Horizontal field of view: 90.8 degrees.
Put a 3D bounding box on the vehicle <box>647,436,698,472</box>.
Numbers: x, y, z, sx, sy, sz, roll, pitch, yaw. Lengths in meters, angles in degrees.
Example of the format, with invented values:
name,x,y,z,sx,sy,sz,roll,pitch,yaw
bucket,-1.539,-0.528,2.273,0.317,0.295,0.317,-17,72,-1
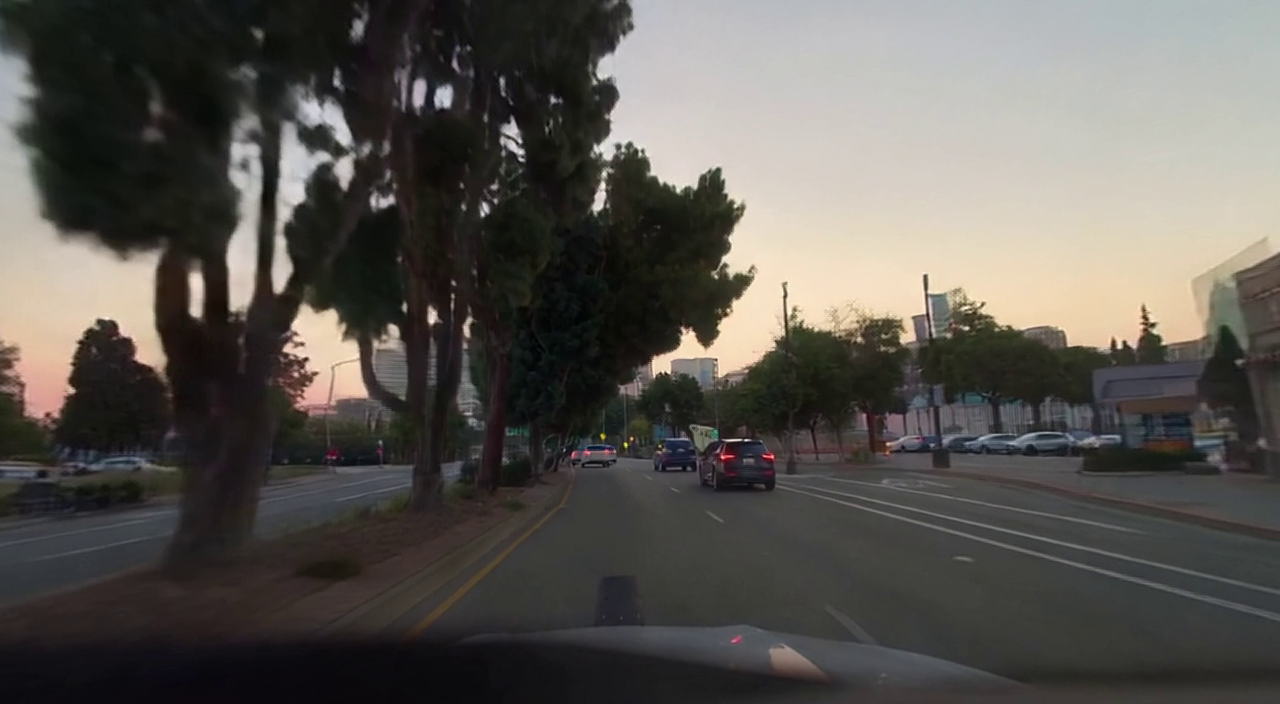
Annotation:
name,x,y,z,sx,sy,sz,roll,pitch,yaw
vehicle,1.631,5.367,33.369,2.046,1.768,4.370,1,-9,-6

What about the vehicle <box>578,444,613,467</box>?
name,x,y,z,sx,sy,sz,roll,pitch,yaw
vehicle,-3.132,7.111,43.628,2.068,1.512,3.987,1,-9,-9

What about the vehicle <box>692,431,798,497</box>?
name,x,y,z,sx,sy,sz,roll,pitch,yaw
vehicle,2.771,3.056,17.626,1.966,1.596,3.980,1,-9,-5

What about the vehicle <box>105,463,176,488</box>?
name,x,y,z,sx,sy,sz,roll,pitch,yaw
vehicle,-32.248,7.942,40.914,1.600,1.375,4.319,0,-9,-9

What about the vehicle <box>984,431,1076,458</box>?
name,x,y,z,sx,sy,sz,roll,pitch,yaw
vehicle,26.471,6.287,42.987,4.736,1.755,2.221,0,-8,-3
